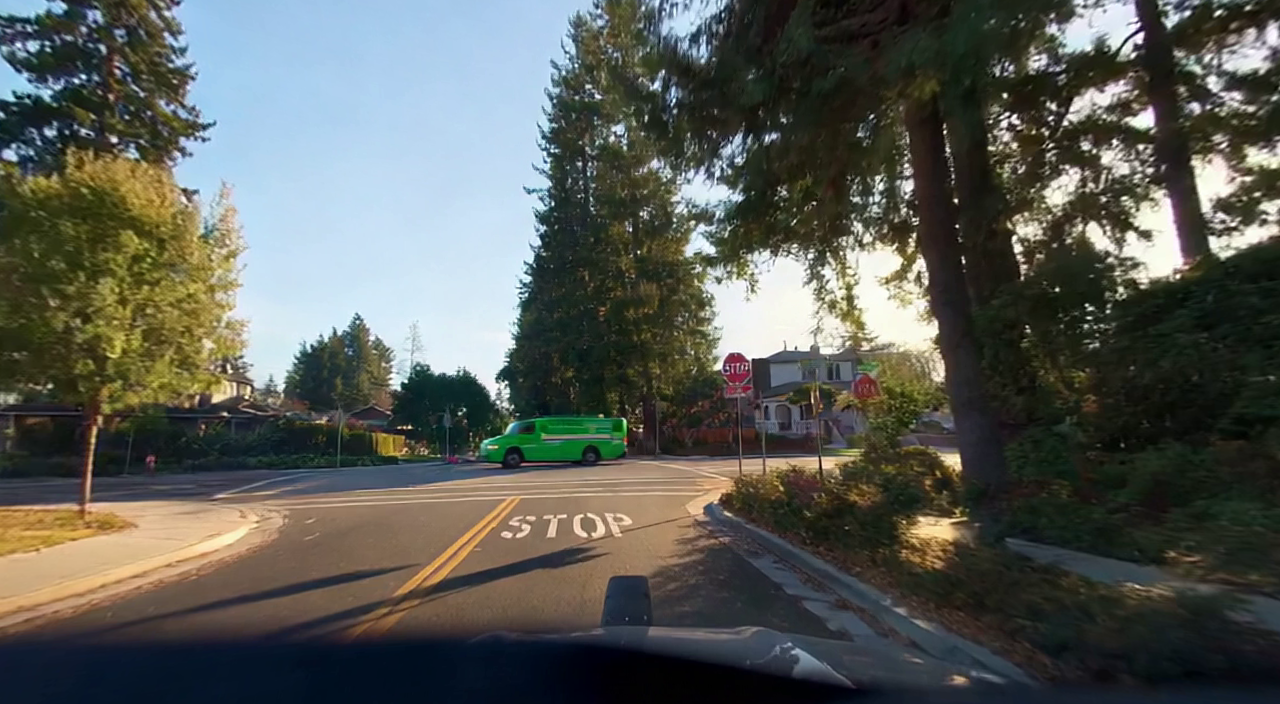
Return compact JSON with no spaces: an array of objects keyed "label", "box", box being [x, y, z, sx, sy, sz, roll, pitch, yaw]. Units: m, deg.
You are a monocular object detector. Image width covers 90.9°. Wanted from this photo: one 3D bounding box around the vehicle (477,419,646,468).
[{"label":"vehicle","box":[-3.380,3.917,27.102,6.877,1.941,2.405,1,-8,-11]}]
